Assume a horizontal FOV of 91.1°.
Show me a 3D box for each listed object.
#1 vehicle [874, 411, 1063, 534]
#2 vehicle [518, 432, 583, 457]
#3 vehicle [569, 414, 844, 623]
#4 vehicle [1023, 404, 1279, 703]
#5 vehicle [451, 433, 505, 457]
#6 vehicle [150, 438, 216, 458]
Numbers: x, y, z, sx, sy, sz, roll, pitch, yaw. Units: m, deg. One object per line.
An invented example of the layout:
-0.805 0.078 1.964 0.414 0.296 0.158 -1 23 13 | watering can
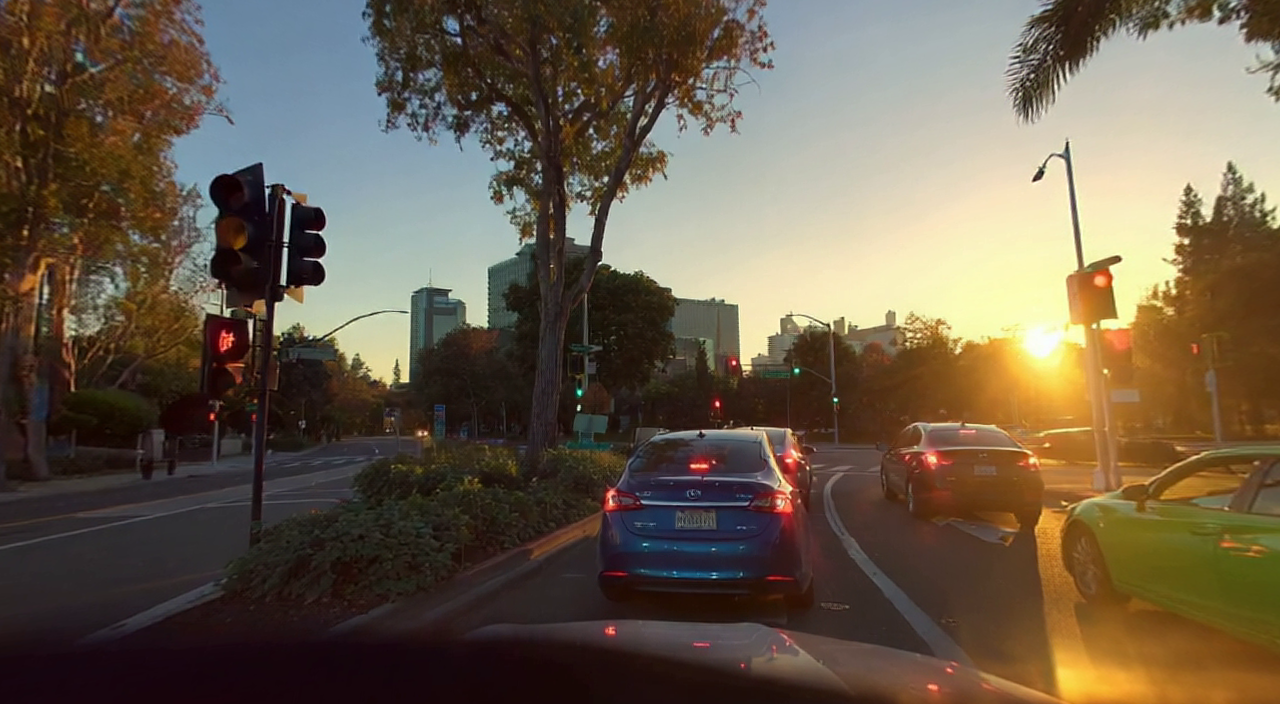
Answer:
5.536 2.045 11.288 2.102 1.717 4.373 -2 -9 16 | vehicle
-5.964 6.106 41.548 1.932 1.573 4.509 8 -12 -44 | vehicle
0.856 1.498 6.687 2.052 1.483 3.928 -2 -8 12 | vehicle
4.243 1.058 3.373 1.954 1.508 4.441 -1 -8 6 | vehicle
-12.451 7.121 48.196 1.972 1.705 4.457 8 -11 -44 | vehicle
-35.368 7.437 48.652 1.652 1.433 3.733 -7 -11 40 | vehicle
